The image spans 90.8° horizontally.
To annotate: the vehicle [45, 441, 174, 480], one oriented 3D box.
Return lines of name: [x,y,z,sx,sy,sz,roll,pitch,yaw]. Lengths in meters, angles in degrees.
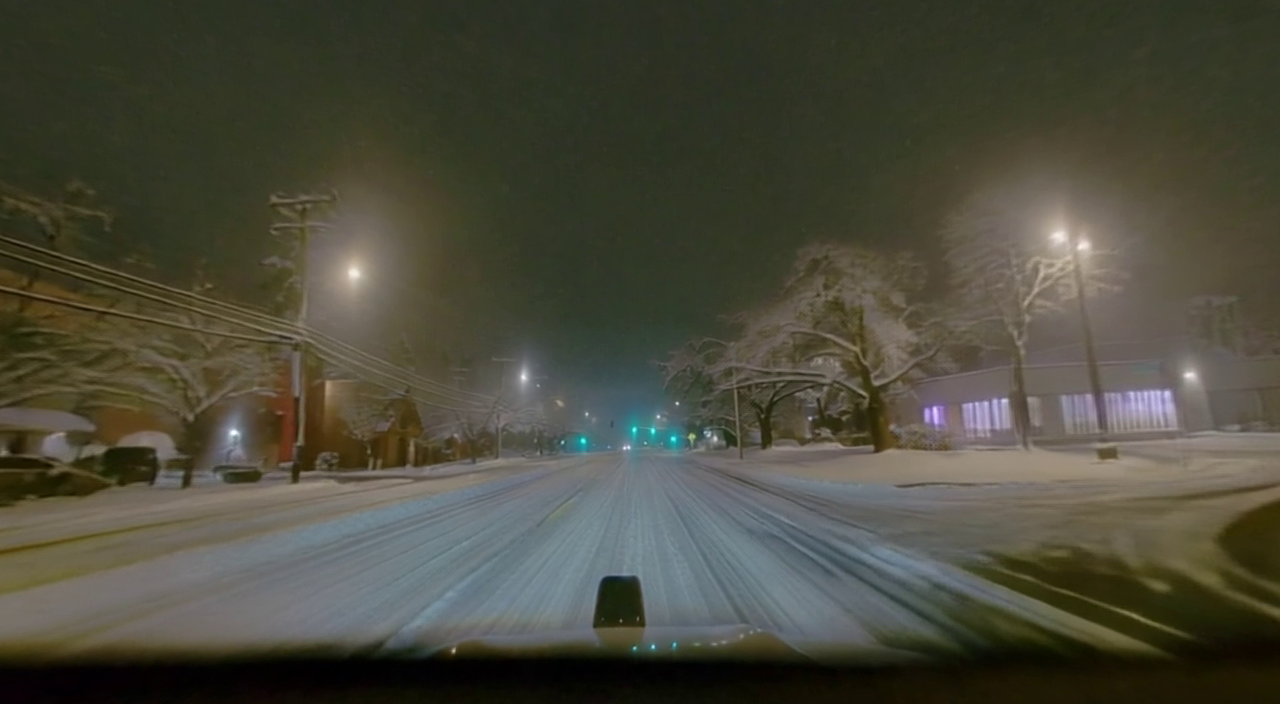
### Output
vehicle: [-27.949,5.716,33.422,4.927,1.980,2.083,0,-8,2]

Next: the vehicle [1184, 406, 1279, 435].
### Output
vehicle: [32.452,3.738,34.435,3.904,1.508,1.724,0,-9,1]

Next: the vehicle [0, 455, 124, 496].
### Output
vehicle: [-23.264,4.783,24.578,4.686,1.495,1.879,0,-9,1]
